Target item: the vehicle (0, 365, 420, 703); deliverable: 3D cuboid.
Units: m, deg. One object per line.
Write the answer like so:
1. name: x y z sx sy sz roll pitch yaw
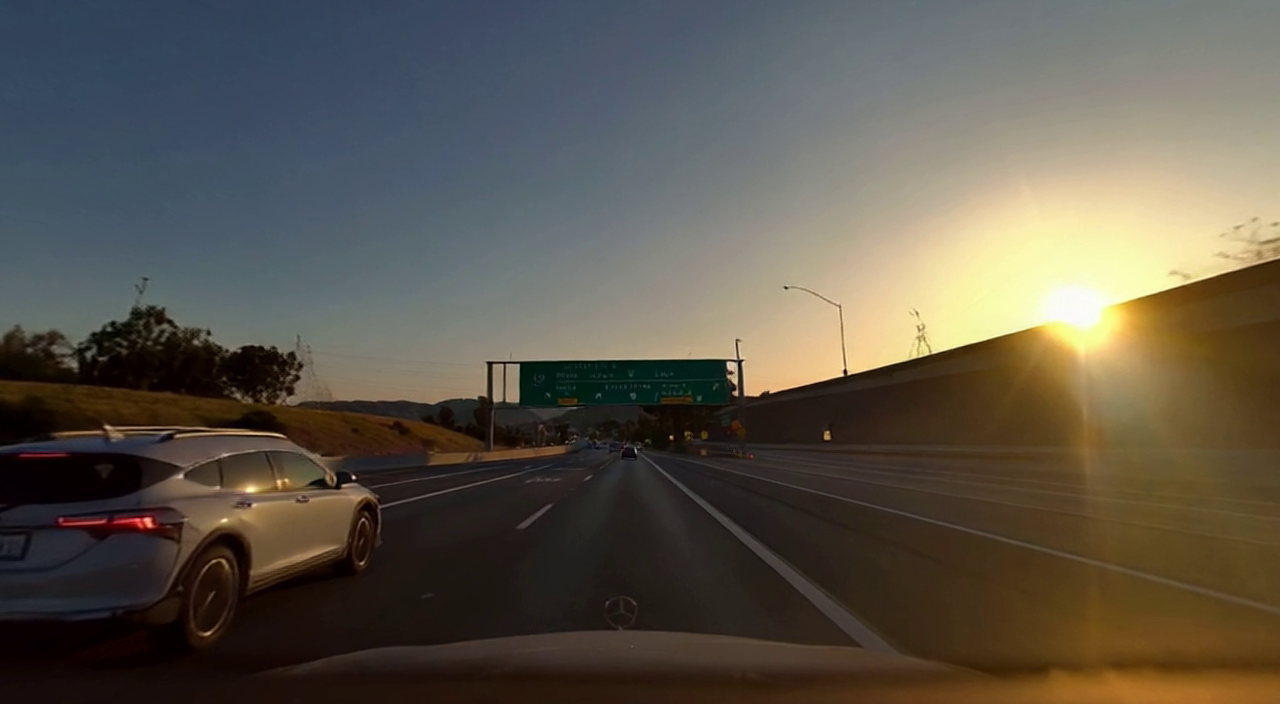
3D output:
1. vehicle: -3.561 1.218 4.894 2.178 1.699 4.321 0 -8 -1
